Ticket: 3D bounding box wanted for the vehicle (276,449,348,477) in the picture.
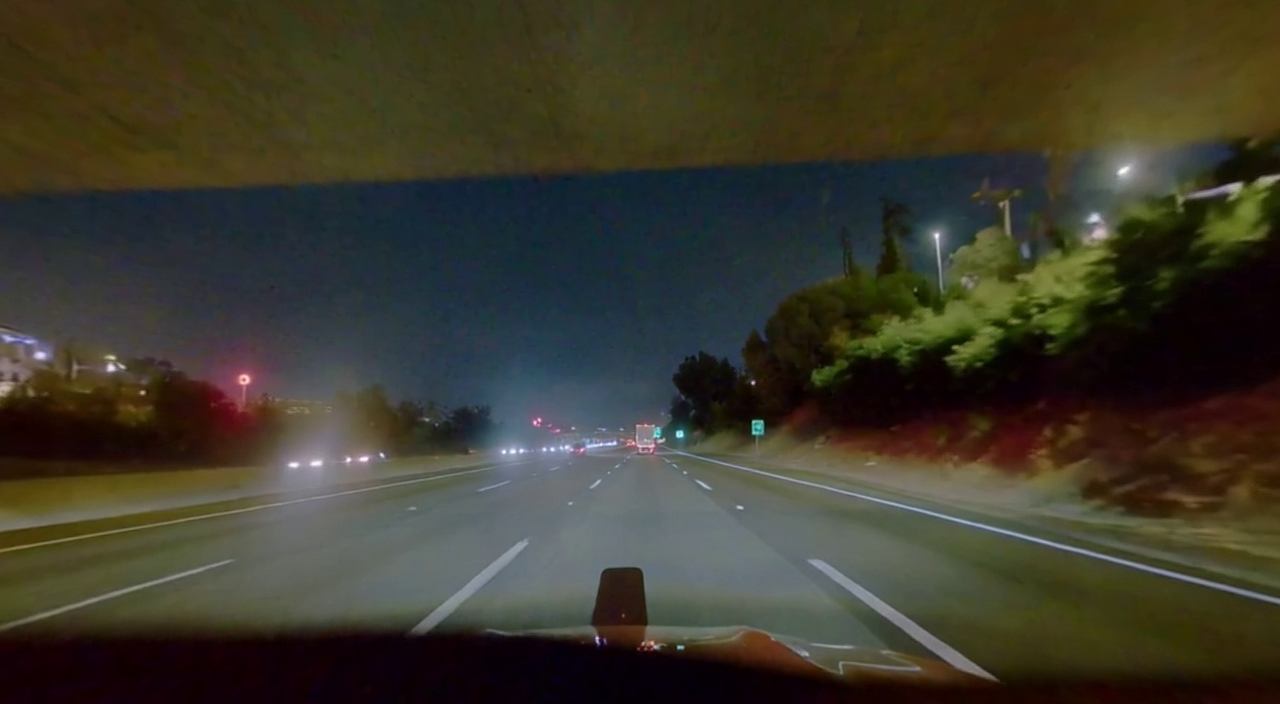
[{"bbox_3d":[-19.950,6.733,38.591,1.907,1.557,4.488,0,-8,1],"label":"vehicle"}]
